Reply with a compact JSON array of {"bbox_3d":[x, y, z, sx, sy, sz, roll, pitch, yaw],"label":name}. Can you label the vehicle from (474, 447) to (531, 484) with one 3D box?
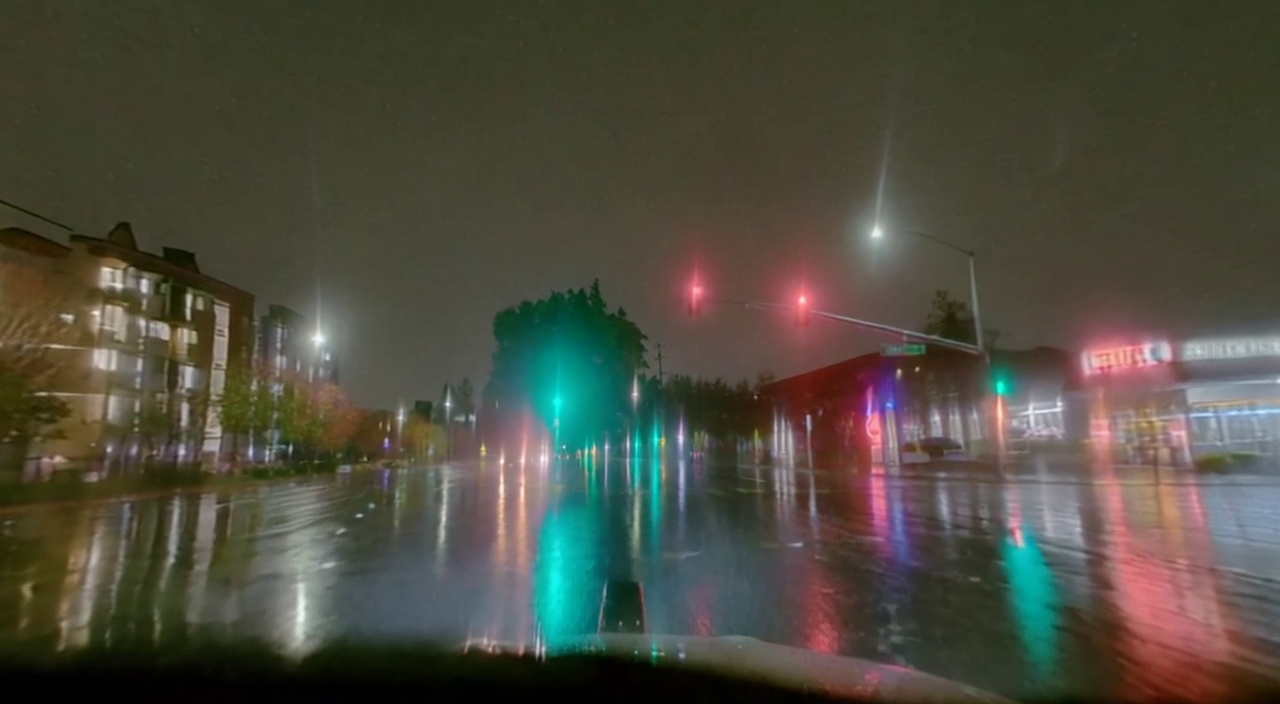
[{"bbox_3d":[-6.221,5.139,28.994,1.894,1.474,4.332,0,-8,-3],"label":"vehicle"}]
